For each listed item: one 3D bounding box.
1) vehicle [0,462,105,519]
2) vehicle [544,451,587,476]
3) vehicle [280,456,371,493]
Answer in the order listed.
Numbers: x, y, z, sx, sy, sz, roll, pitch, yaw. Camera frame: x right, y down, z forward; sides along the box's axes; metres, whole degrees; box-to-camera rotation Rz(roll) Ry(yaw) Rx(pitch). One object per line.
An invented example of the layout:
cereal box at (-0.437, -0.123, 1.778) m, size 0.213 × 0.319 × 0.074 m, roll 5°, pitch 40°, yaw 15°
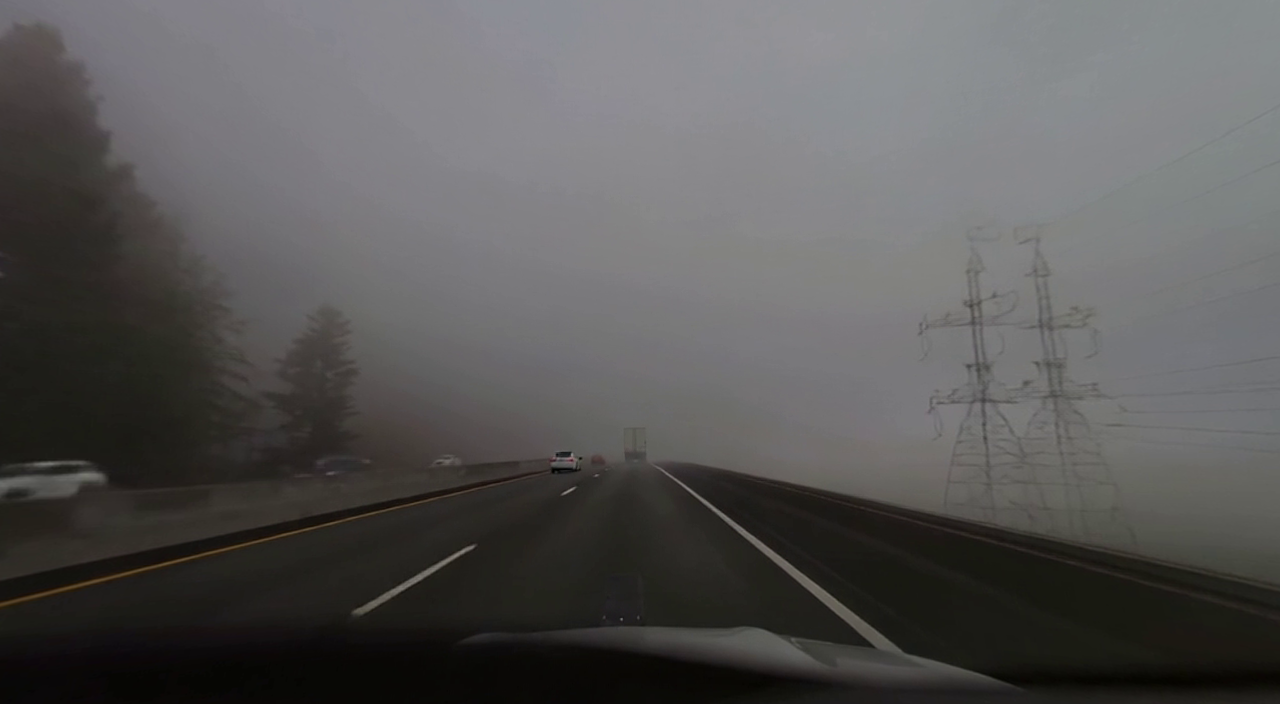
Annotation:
vehicle at (-18.015, 3.908, 18.006) m, size 1.830 × 1.469 × 4.110 m, roll 0°, pitch -9°, yaw 0°
vehicle at (-4.474, 6.762, 38.519) m, size 2.106 × 1.445 × 4.404 m, roll 0°, pitch -9°, yaw 0°
vehicle at (-13.266, 5.148, 26.930) m, size 1.761 × 1.413 × 4.126 m, roll 0°, pitch -9°, yaw 0°
